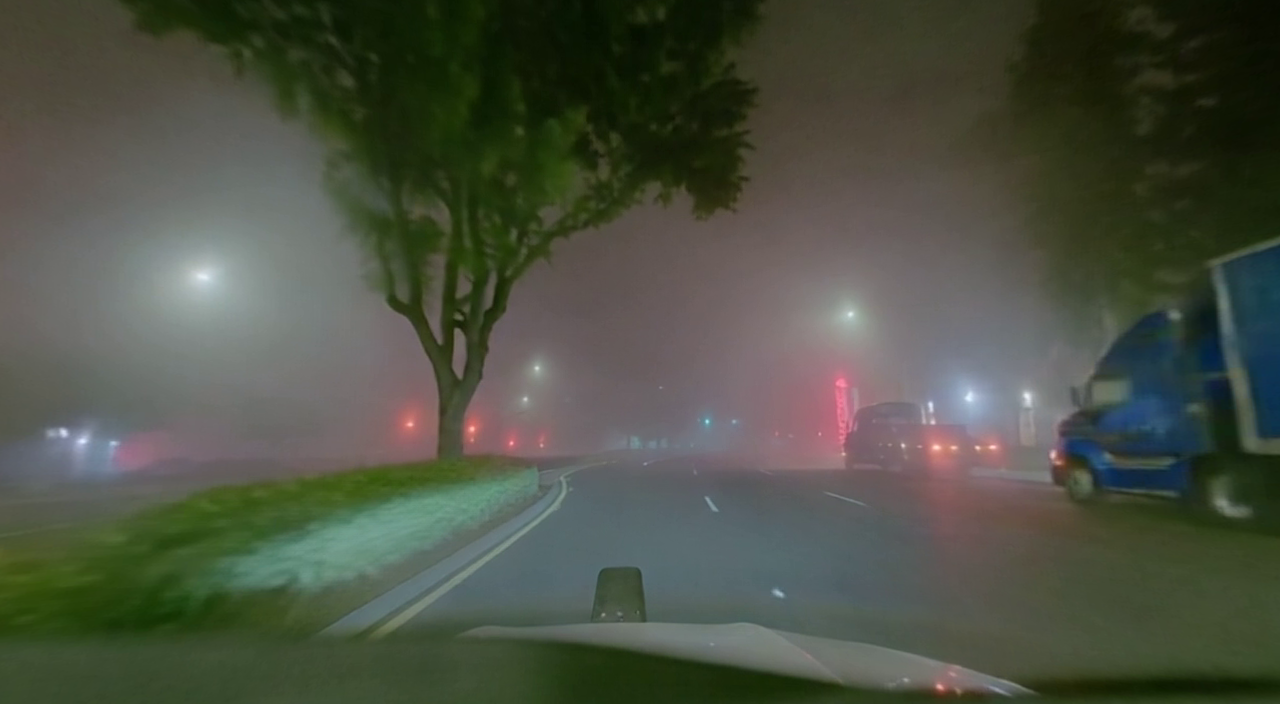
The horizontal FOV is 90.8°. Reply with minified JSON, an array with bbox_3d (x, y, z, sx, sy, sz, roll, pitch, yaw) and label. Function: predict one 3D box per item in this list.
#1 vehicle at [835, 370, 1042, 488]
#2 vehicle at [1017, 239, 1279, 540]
[{"bbox_3d":[10.514,3.051,24.184,2.946,3.506,10.682,0,-8,1],"label":"vehicle"},{"bbox_3d":[10.033,0.682,9.653,3.085,3.951,8.785,0,-8,0],"label":"vehicle"}]
